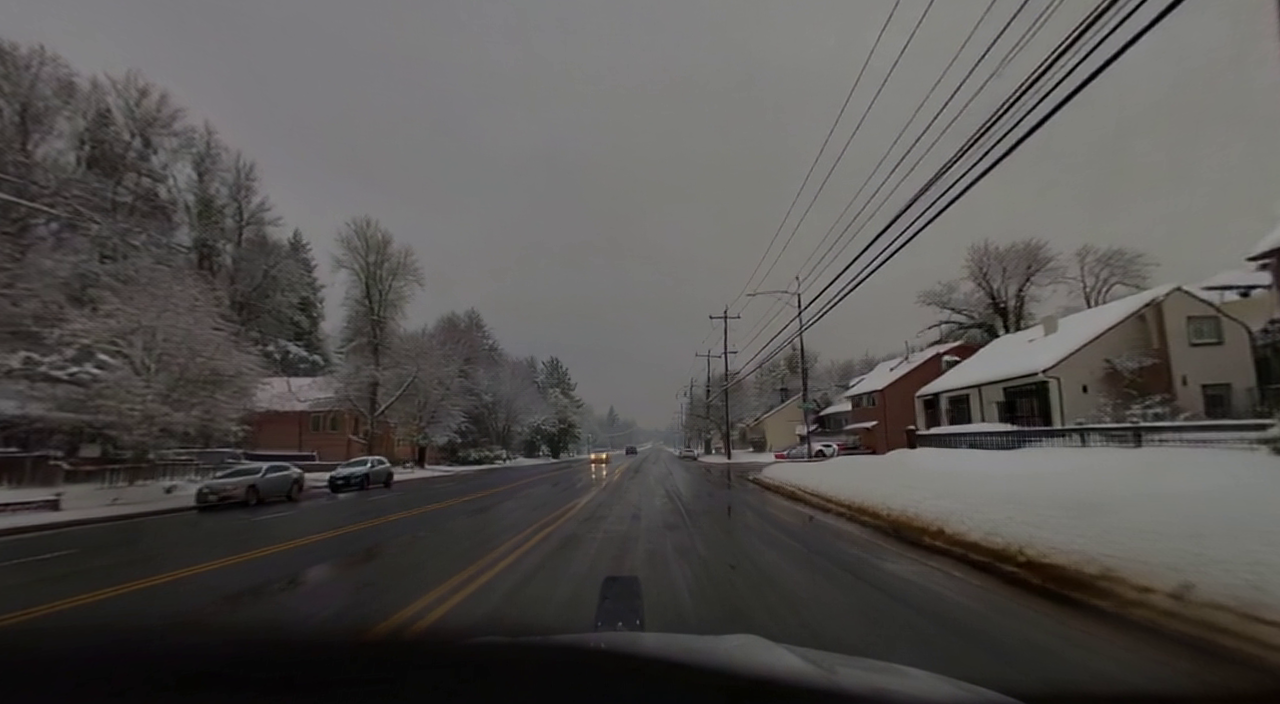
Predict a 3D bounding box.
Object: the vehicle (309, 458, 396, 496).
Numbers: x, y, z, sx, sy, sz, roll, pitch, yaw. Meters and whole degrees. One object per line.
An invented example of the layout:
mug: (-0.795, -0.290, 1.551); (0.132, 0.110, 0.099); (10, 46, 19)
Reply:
vehicle: (-13.440, 5.848, 29.825); (1.863, 1.481, 4.363); (-3, -9, 3)

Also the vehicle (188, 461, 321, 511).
vehicle: (-13.695, 4.751, 22.830); (1.936, 1.489, 4.311); (-1, -8, 3)
